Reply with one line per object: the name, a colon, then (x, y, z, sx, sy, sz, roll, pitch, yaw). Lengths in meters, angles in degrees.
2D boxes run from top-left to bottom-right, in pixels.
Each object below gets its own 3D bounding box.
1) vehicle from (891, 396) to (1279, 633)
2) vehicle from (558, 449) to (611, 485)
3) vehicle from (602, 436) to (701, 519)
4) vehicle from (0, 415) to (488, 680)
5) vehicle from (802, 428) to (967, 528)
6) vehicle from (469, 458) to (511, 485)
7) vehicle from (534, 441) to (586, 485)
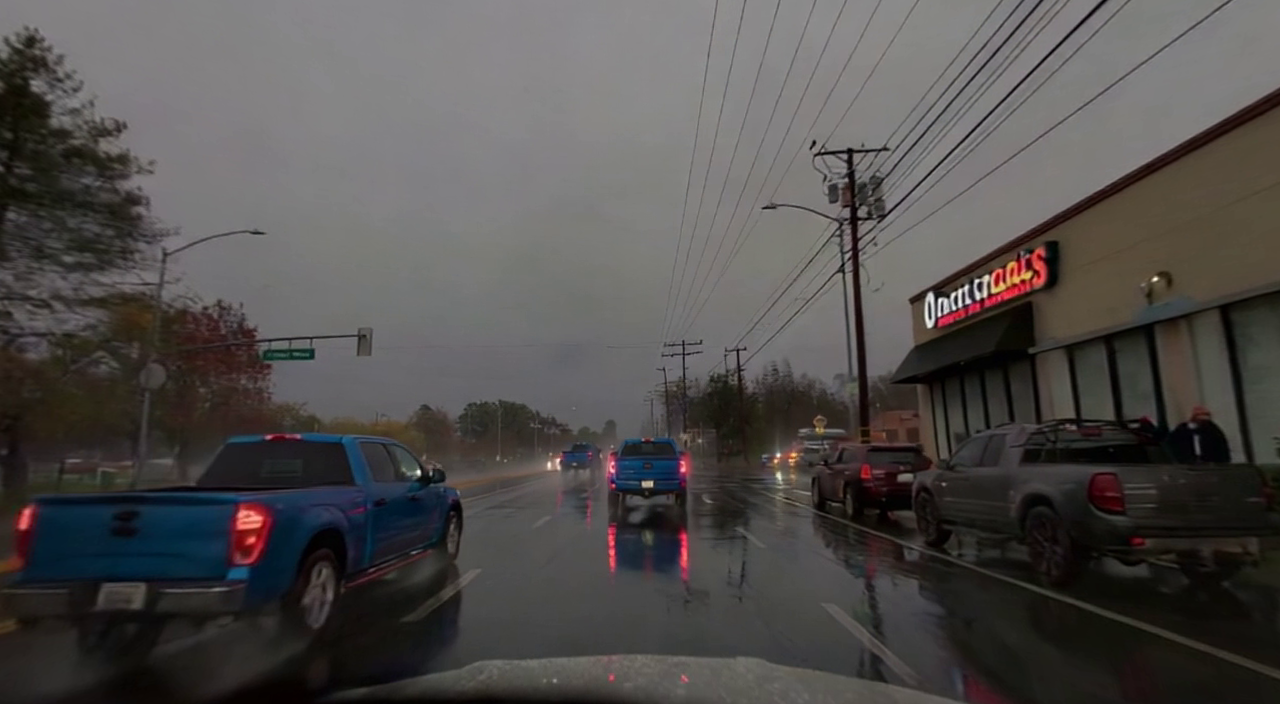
vehicle: (4.912, 1.608, 7.296, 2.007, 1.786, 4.870, 0, -9, 0)
vehicle: (-2.931, 6.225, 34.453, 2.140, 1.768, 5.092, 0, -9, 3)
vehicle: (0.445, 3.001, 15.659, 2.089, 1.699, 4.650, 0, -9, 5)
vehicle: (-3.139, 1.518, 6.149, 1.995, 1.554, 4.618, 0, -9, 2)
vehicle: (5.120, 2.674, 13.986, 1.974, 1.823, 4.576, 0, -9, 2)
vehicle: (-11.739, 9.393, 49.721, 2.081, 1.925, 5.632, 0, -9, -1)
vehicle: (-5.759, 8.087, 46.456, 2.619, 2.948, 7.193, 0, -9, 2)
